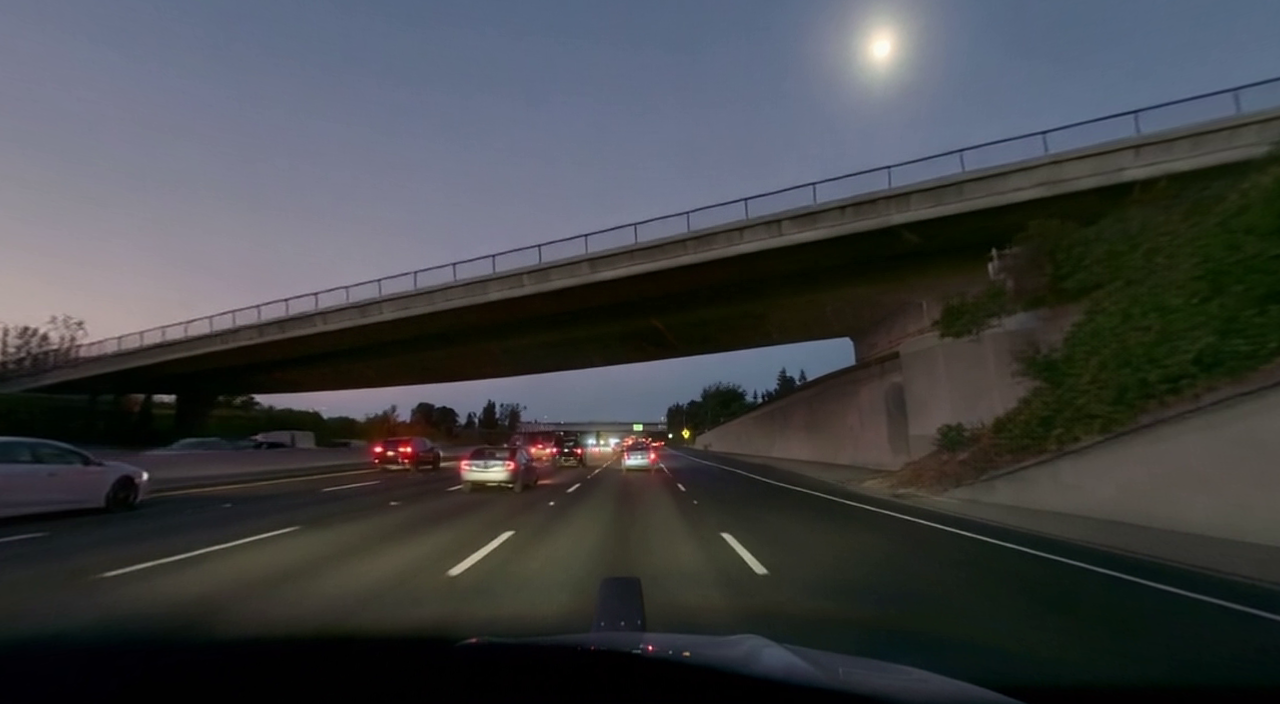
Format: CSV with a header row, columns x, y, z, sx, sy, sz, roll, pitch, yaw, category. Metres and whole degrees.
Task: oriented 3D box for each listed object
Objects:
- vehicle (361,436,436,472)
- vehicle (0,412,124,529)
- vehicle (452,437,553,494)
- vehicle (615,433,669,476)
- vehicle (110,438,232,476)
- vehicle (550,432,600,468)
x,y,z,sx,sy,sz,roll,pitch,yaw,category
-11.871,5.006,31.211,1.954,1.640,4.339,0,-8,1,vehicle
-11.069,1.813,9.554,2.119,1.816,5.019,0,-8,0,vehicle
-4.003,3.372,19.141,1.997,1.490,4.471,0,-8,1,vehicle
0.069,4.380,27.166,2.160,1.678,4.178,0,-8,0,vehicle
-21.826,4.869,29.527,1.977,1.602,4.794,0,-8,1,vehicle
-3.574,5.523,35.616,2.237,1.841,4.683,0,-8,1,vehicle
